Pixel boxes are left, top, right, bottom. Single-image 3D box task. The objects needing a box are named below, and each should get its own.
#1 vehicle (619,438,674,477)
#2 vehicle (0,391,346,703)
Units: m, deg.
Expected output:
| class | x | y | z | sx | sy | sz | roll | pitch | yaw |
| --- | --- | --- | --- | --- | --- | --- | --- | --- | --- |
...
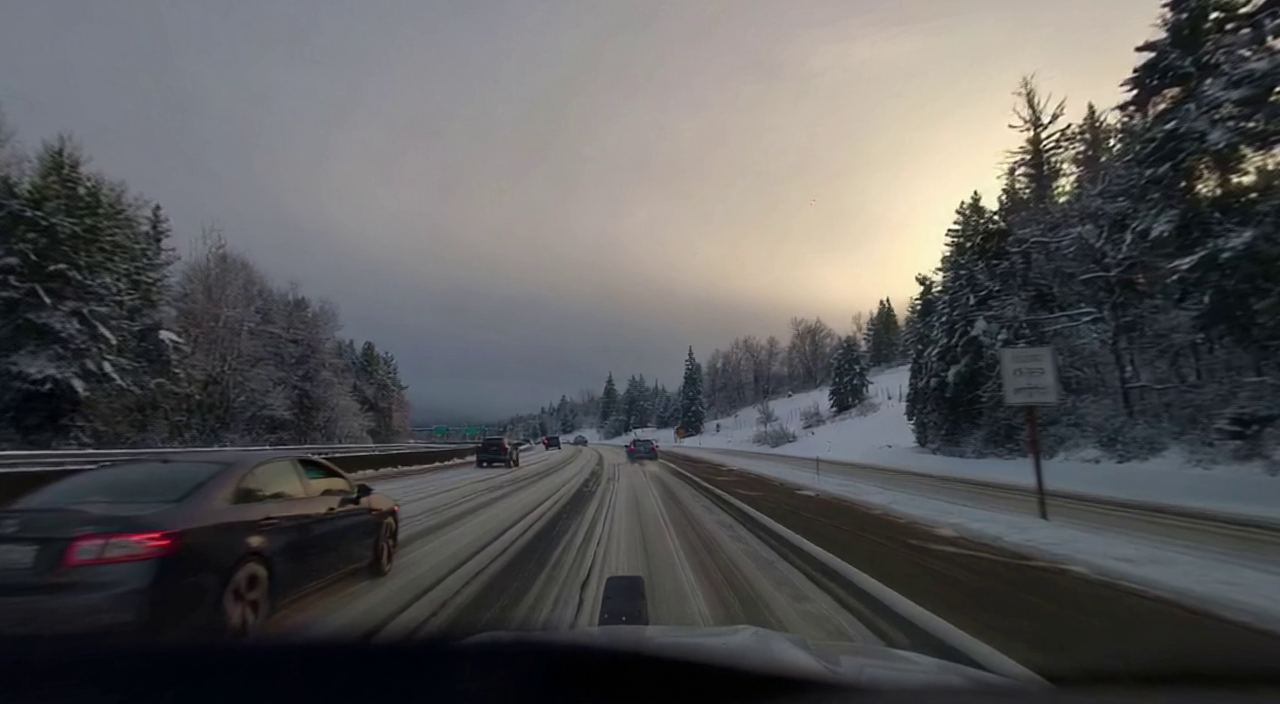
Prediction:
| class | x | y | z | sx | sy | sz | roll | pitch | yaw |
| --- | --- | --- | --- | --- | --- | --- | --- | --- | --- |
| vehicle | 0.176 | 4.284 | 25.792 | 2.051 | 1.444 | 3.927 | 0 | -9 | -2 |
| vehicle | -3.505 | 0.929 | 2.461 | 2.246 | 1.519 | 4.980 | 0 | -9 | 1 |
